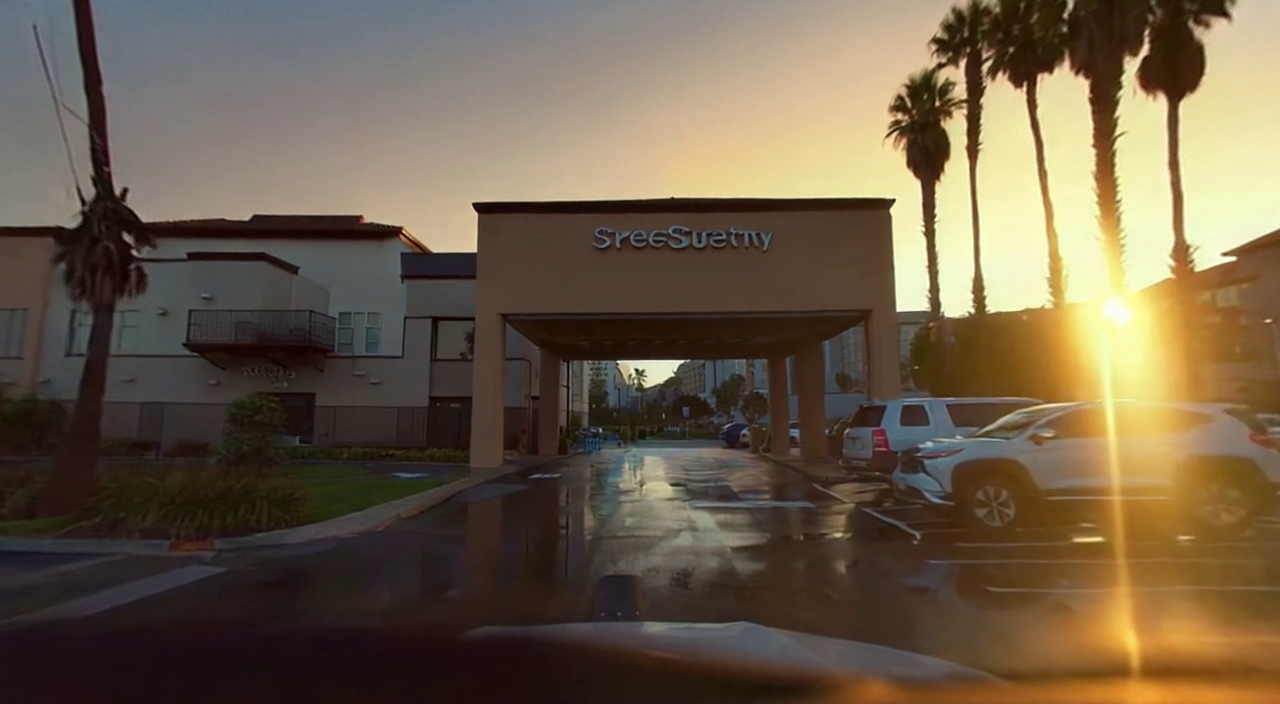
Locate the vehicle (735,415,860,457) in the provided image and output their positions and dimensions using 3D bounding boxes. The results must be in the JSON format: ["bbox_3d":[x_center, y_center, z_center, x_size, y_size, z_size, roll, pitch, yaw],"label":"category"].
[{"bbox_3d":[6.957,3.801,28.426,5.254,1.793,1.998,-1,-8,8],"label":"vehicle"}]

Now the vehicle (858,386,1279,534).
[{"bbox_3d":[5.572,1.415,8.472,4.567,1.723,1.926,-1,-8,4],"label":"vehicle"}]

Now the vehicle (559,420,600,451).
[{"bbox_3d":[-4.039,5.644,42.870,1.943,1.890,4.472,2,-5,5],"label":"vehicle"}]
